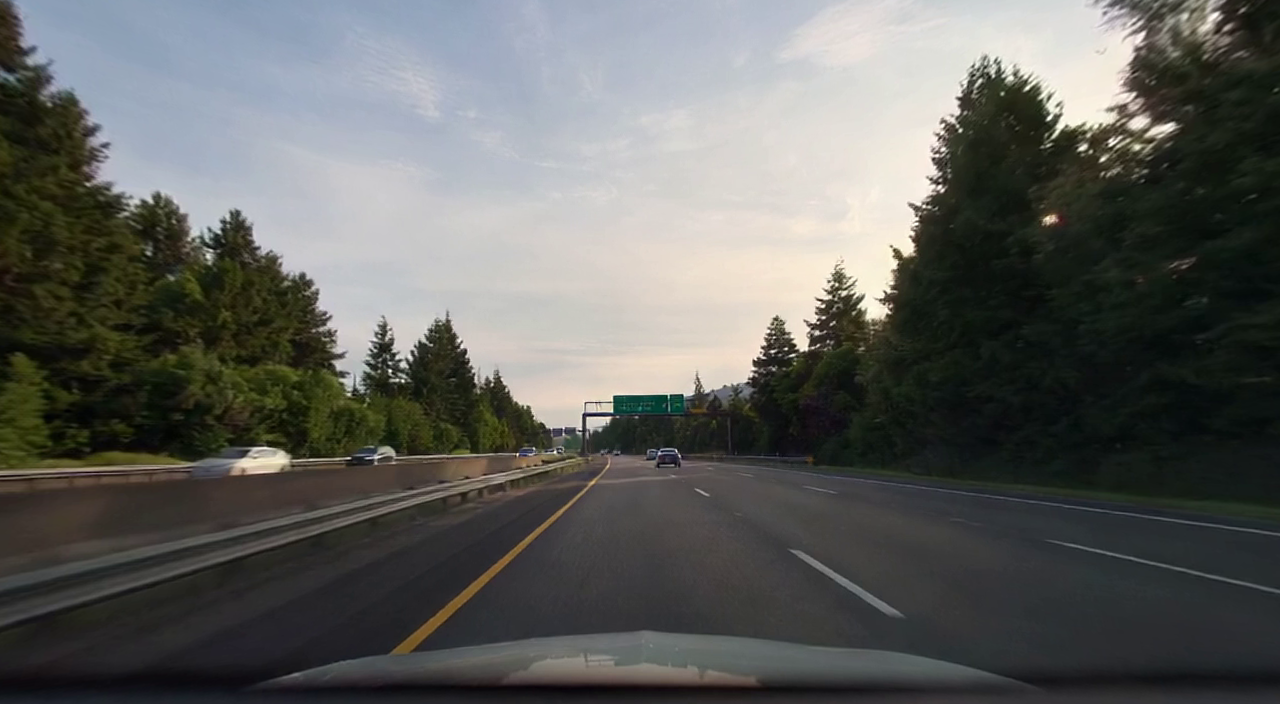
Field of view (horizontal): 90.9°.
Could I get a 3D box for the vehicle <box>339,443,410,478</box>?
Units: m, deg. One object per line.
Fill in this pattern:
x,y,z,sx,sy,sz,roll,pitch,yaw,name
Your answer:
-14.293,5.847,34.194,1.937,1.727,4.410,0,-9,-1,vehicle

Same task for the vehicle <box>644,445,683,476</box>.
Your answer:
1.239,5.964,34.848,2.011,1.590,3.607,0,-9,0,vehicle

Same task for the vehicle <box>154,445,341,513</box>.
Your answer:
-10.009,3.224,16.634,1.998,1.518,4.603,0,-9,0,vehicle
